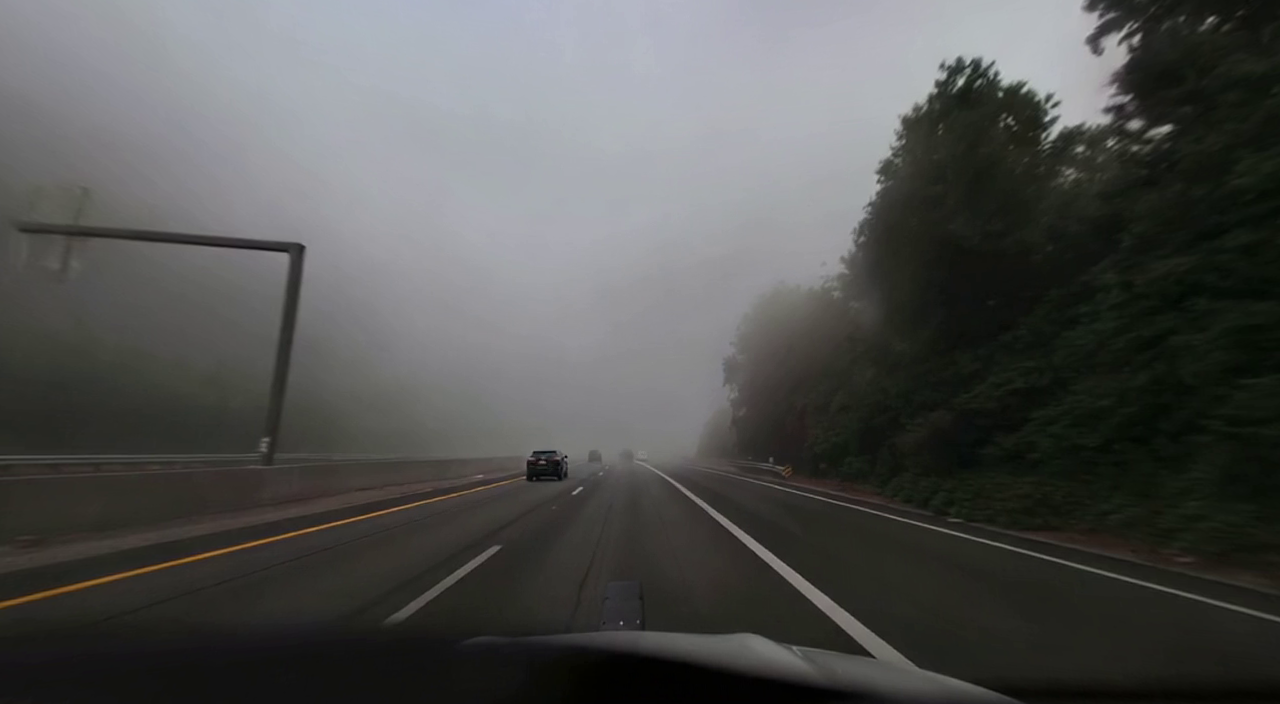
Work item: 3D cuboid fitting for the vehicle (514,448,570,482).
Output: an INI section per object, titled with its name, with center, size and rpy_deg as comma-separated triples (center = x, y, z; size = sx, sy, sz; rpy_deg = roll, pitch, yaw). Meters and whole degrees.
[vehicle]
center = -4.716, 5.498, 30.983
size = 2.049, 1.521, 4.366
rpy_deg = 0, -9, 0
